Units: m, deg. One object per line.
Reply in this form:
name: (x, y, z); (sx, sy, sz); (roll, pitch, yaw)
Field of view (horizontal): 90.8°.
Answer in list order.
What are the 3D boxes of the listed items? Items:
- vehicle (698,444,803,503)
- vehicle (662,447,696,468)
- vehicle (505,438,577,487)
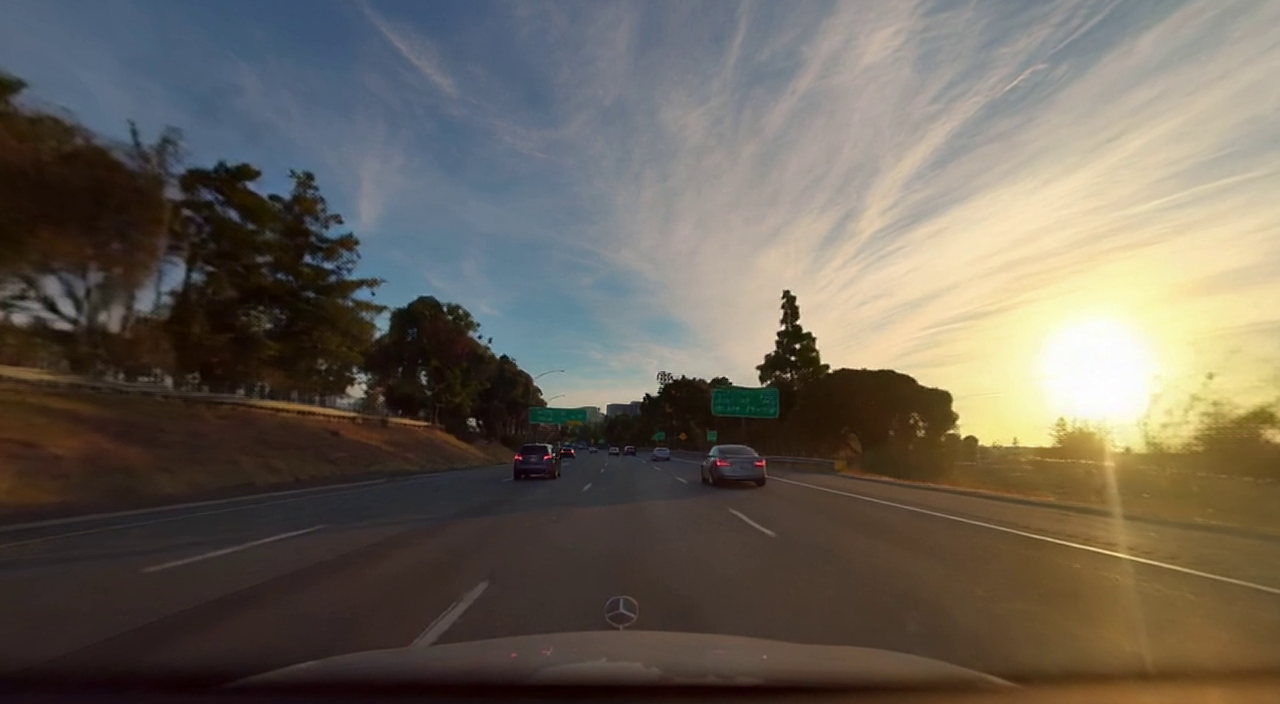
vehicle: (2.927, 3.331, 17.826); (1.947, 1.437, 4.345); (0, -9, -3)
vehicle: (2.811, 7.683, 46.072); (2.021, 1.447, 3.985); (0, -9, -3)
vehicle: (-3.871, 4.390, 25.444); (2.244, 1.755, 4.417); (0, -9, -1)
